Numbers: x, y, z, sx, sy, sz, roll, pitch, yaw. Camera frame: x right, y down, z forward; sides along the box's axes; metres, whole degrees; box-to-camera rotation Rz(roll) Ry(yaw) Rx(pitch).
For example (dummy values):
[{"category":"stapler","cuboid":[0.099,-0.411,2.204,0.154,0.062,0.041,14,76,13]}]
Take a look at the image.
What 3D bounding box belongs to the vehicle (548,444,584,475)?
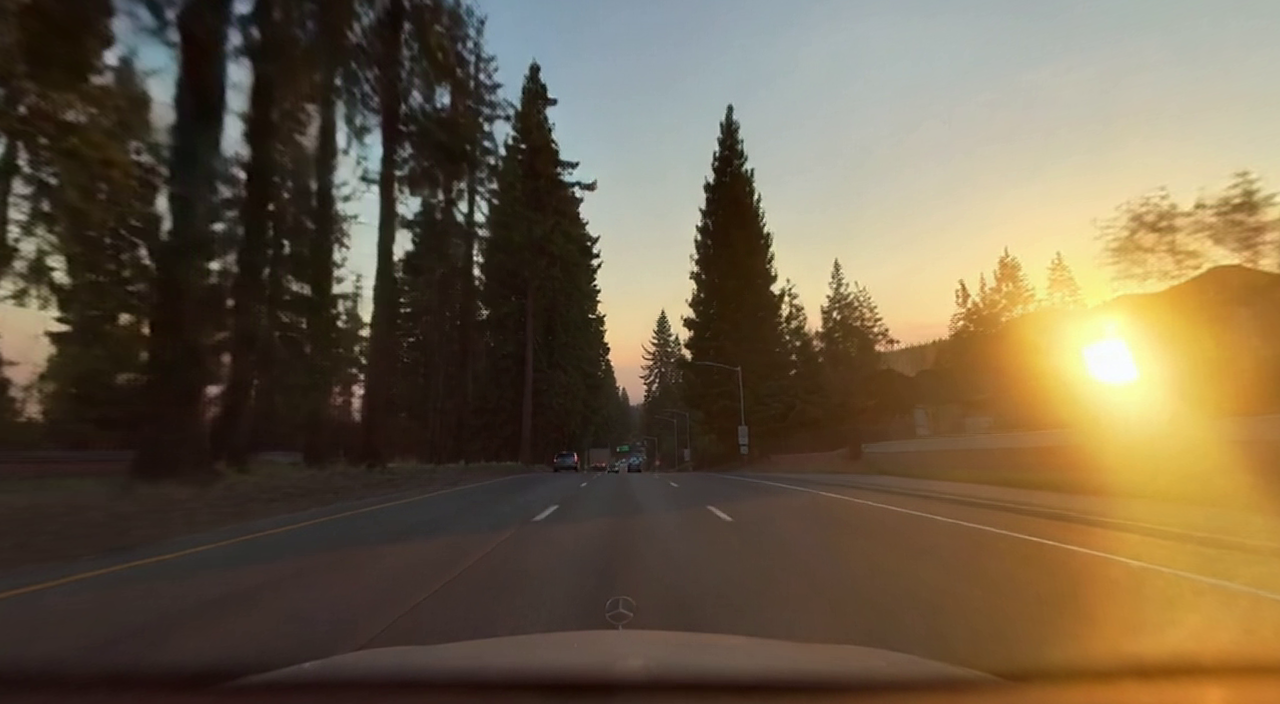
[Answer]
[{"category":"vehicle","cuboid":[-5.610,8.180,48.359,2.323,2.252,4.808,0,-8,-2]}]
